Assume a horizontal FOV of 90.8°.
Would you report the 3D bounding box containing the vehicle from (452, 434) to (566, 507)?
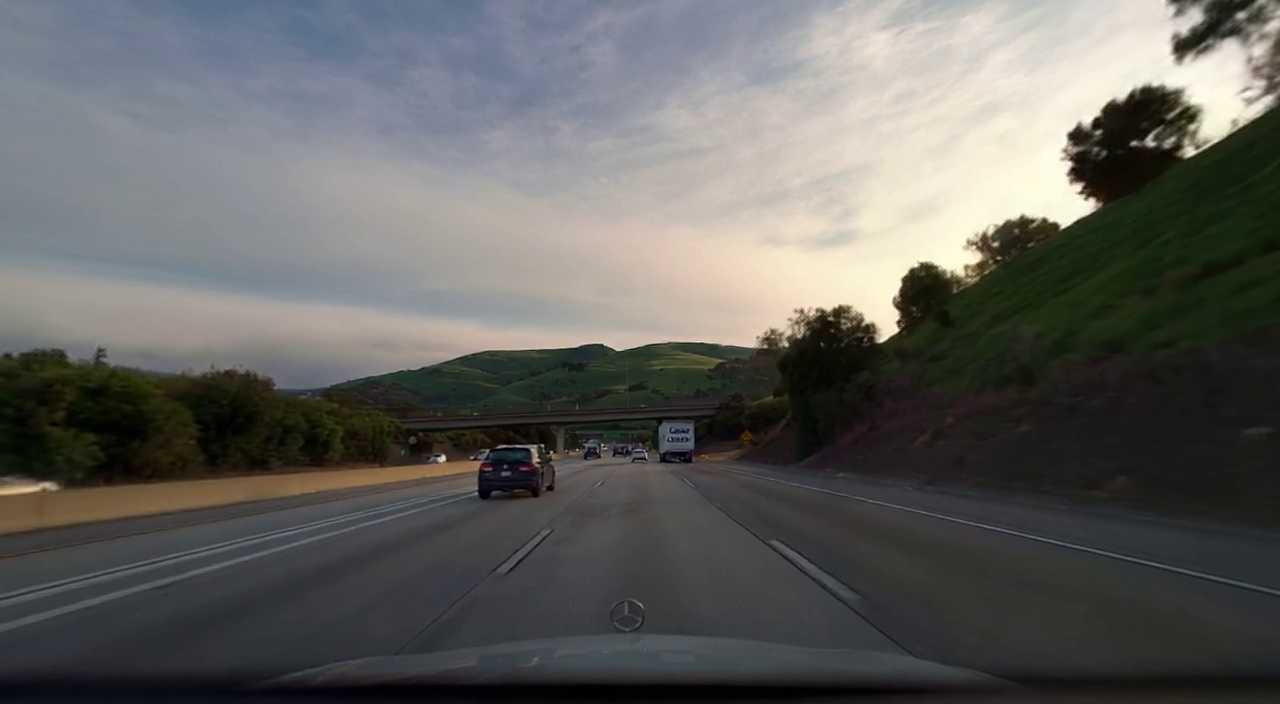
[{"bbox_3d":[-3.225,3.038,16.538,2.052,1.654,4.303,0,-9,0],"label":"vehicle"}]
